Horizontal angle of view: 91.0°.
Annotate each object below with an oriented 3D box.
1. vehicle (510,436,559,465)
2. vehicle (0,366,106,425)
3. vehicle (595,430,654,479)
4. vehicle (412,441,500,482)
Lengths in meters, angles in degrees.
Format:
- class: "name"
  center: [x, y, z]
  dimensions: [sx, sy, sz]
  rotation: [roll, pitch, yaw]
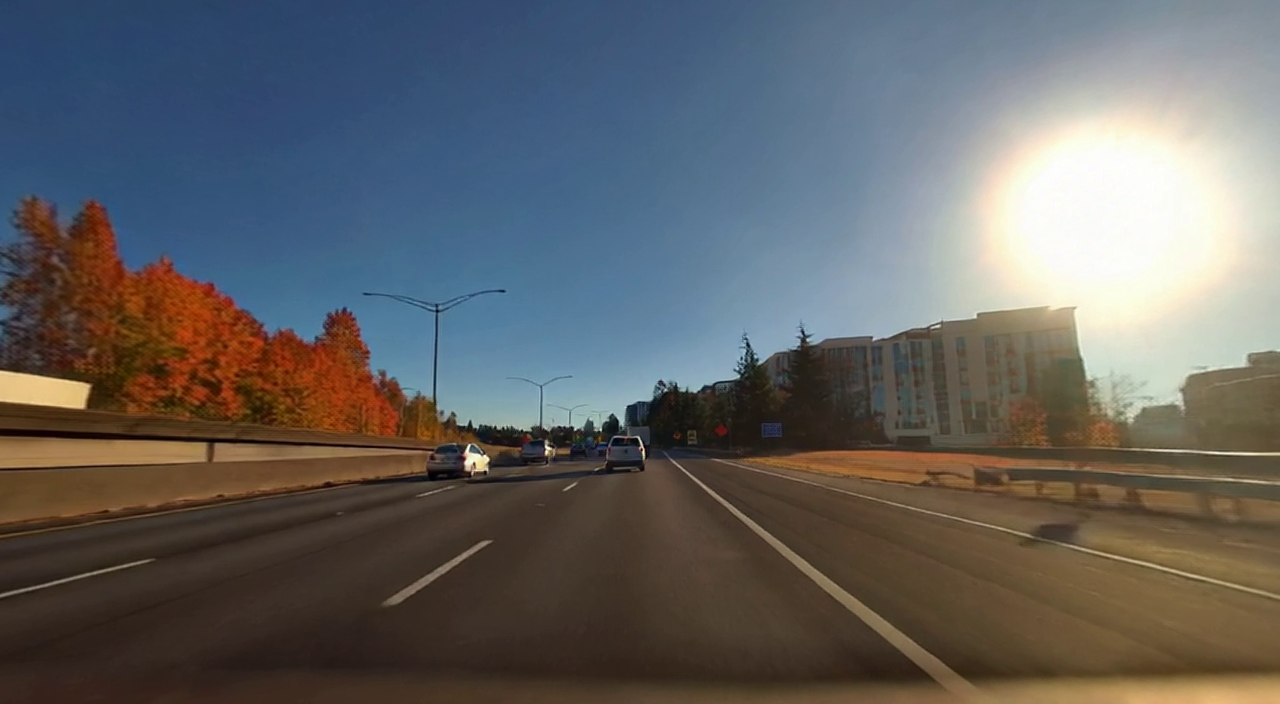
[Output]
- class: "vehicle"
  center: [-7.278, 6.905, 44.229]
  dimensions: [2.328, 1.927, 5.880]
  rotation: [0, -9, 1]
- class: "vehicle"
  center: [-43.689, 2.843, 41.958]
  dimensions: [2.869, 3.629, 16.798]
  rotation: [1, -8, -5]
- class: "vehicle"
  center: [-0.602, 4.290, 26.643]
  dimensions: [2.245, 1.863, 4.801]
  rotation: [0, -9, 0]
- class: "vehicle"
  center: [-7.345, 4.398, 25.687]
  dimensions: [2.074, 1.495, 4.643]
  rotation: [0, -9, 1]
